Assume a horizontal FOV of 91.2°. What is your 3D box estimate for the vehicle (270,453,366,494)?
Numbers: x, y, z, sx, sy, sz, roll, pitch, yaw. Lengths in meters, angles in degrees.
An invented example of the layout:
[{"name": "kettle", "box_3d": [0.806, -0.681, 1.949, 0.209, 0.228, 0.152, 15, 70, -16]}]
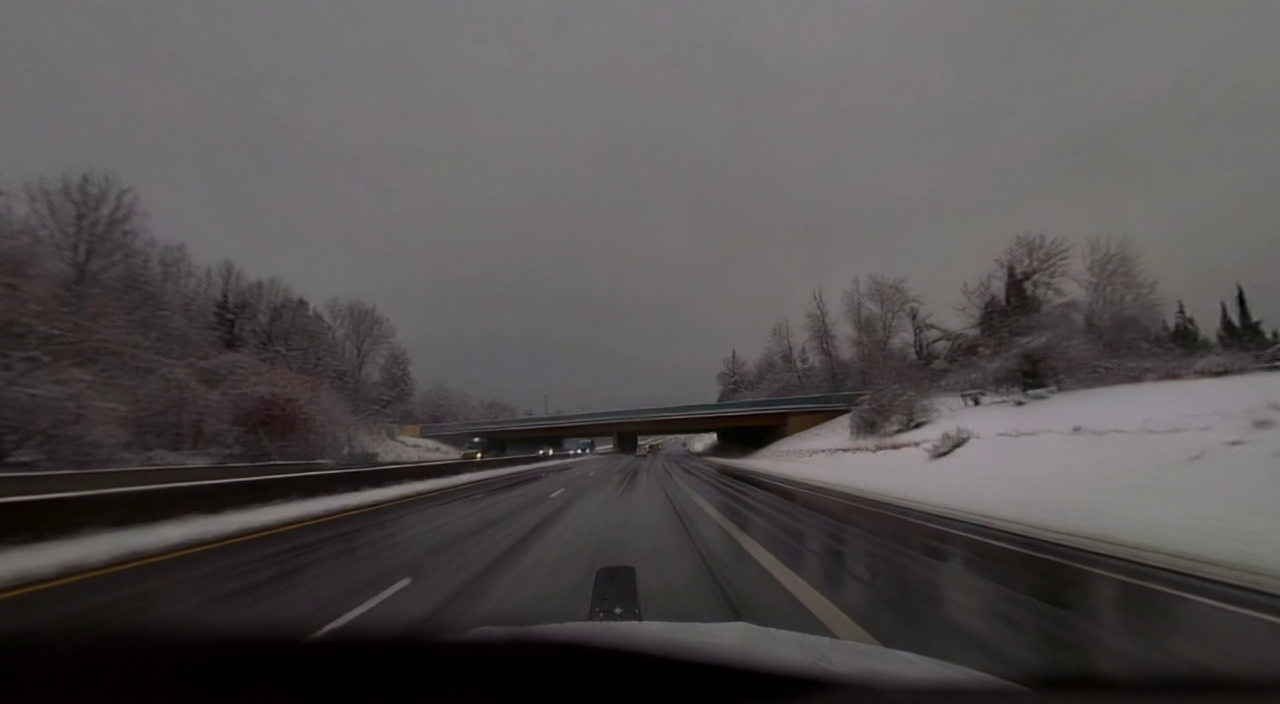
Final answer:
[{"name": "vehicle", "box_3d": [-13.008, 4.913, 25.598, 1.816, 1.465, 3.865, -1, -9, 0]}]
